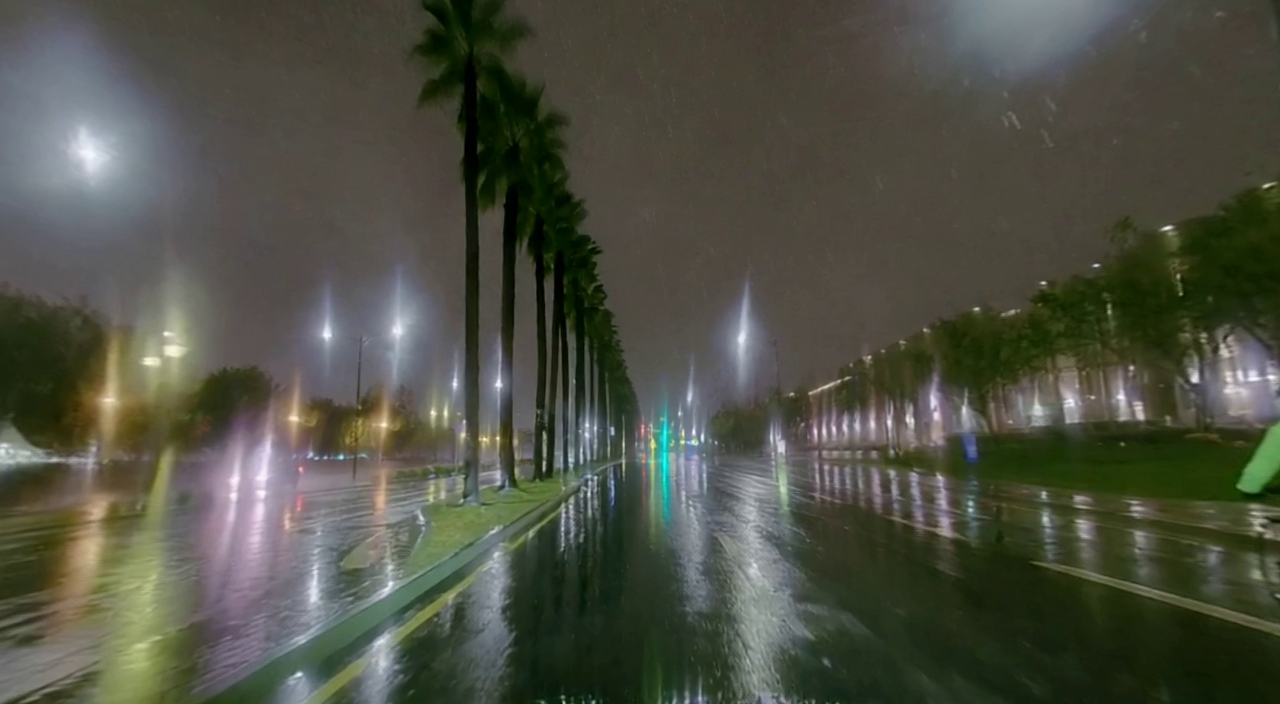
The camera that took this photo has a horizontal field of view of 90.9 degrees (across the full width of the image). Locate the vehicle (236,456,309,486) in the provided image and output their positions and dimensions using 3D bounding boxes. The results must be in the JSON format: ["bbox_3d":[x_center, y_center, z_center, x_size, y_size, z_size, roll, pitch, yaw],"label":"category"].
[{"bbox_3d":[-22.107,7.147,38.099,1.809,1.591,4.245,0,-8,0],"label":"vehicle"}]
